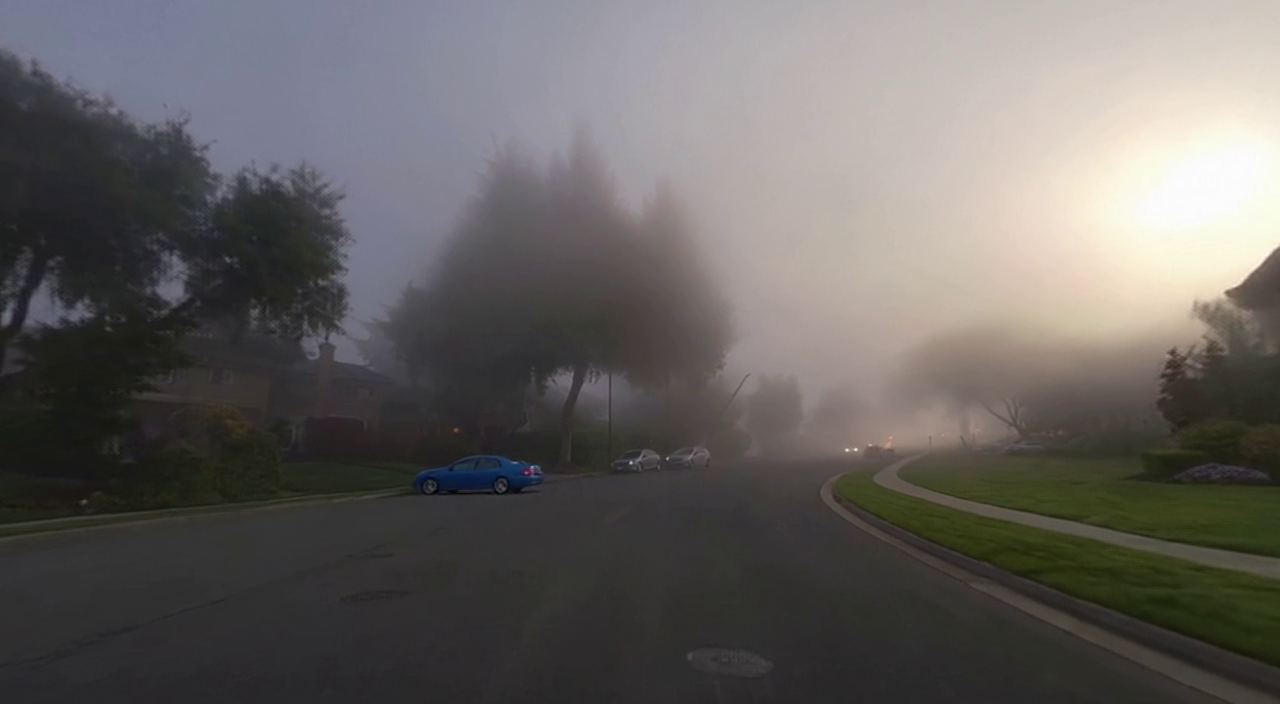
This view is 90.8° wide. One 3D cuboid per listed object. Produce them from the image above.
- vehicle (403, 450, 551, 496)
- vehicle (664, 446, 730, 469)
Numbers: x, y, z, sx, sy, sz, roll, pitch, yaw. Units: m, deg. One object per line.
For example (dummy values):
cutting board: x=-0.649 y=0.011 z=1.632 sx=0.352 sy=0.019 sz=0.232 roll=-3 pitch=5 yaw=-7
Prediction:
vehicle: x=-5.670 y=4.211 z=22.265 sx=4.653 sy=1.480 sz=1.871 roll=-2 pitch=-9 yaw=10
vehicle: x=4.422 y=8.178 z=49.082 sx=4.692 sy=1.660 sz=1.879 roll=-3 pitch=-9 yaw=21
